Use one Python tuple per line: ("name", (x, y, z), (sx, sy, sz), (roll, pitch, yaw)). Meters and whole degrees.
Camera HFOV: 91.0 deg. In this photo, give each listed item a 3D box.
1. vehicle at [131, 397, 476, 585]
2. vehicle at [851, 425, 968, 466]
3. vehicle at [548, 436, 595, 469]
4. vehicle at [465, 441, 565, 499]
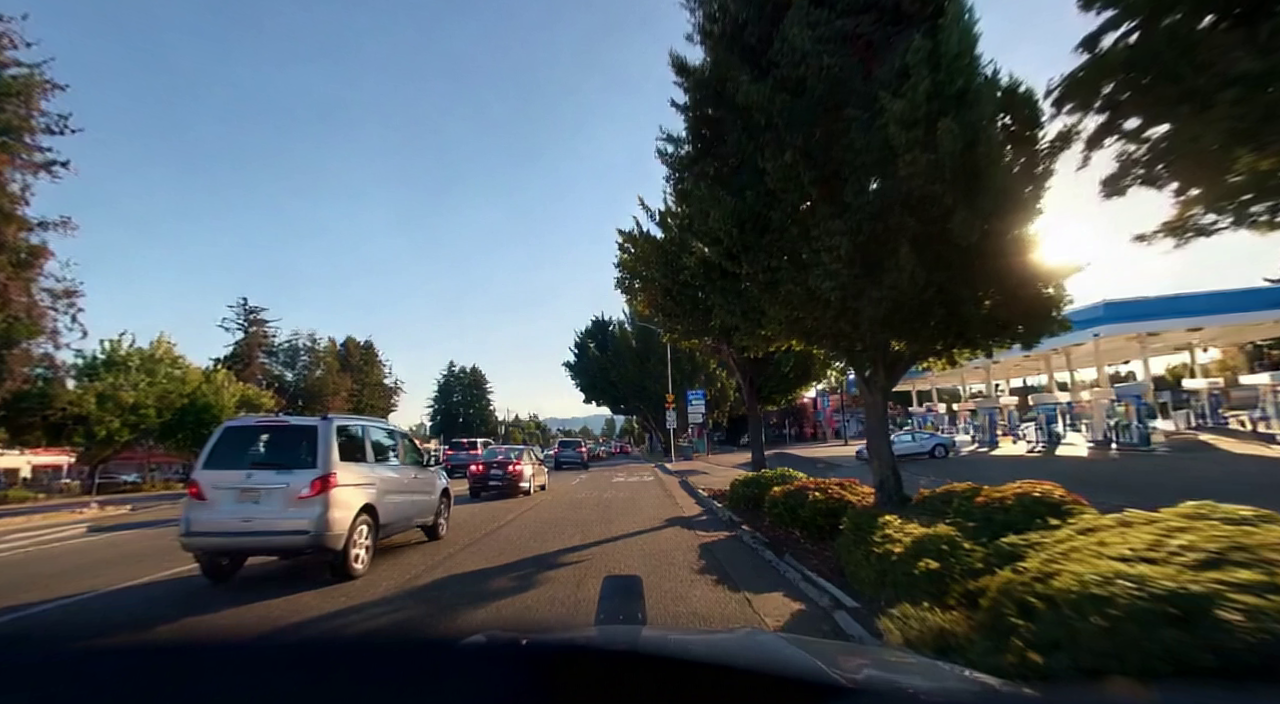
("vehicle", (-4.054, 1.768, 8.854), (2.071, 1.896, 4.782), (0, -9, 2))
("vehicle", (12.126, 4.224, 28.574), (4.385, 1.439, 1.912), (-5, -7, 4))
("vehicle", (-4.069, 6.051, 38.082), (2.306, 1.815, 4.476), (0, -8, 1))
("vehicle", (-3.479, 3.362, 18.379), (1.888, 1.452, 4.303), (-1, -8, 2))
